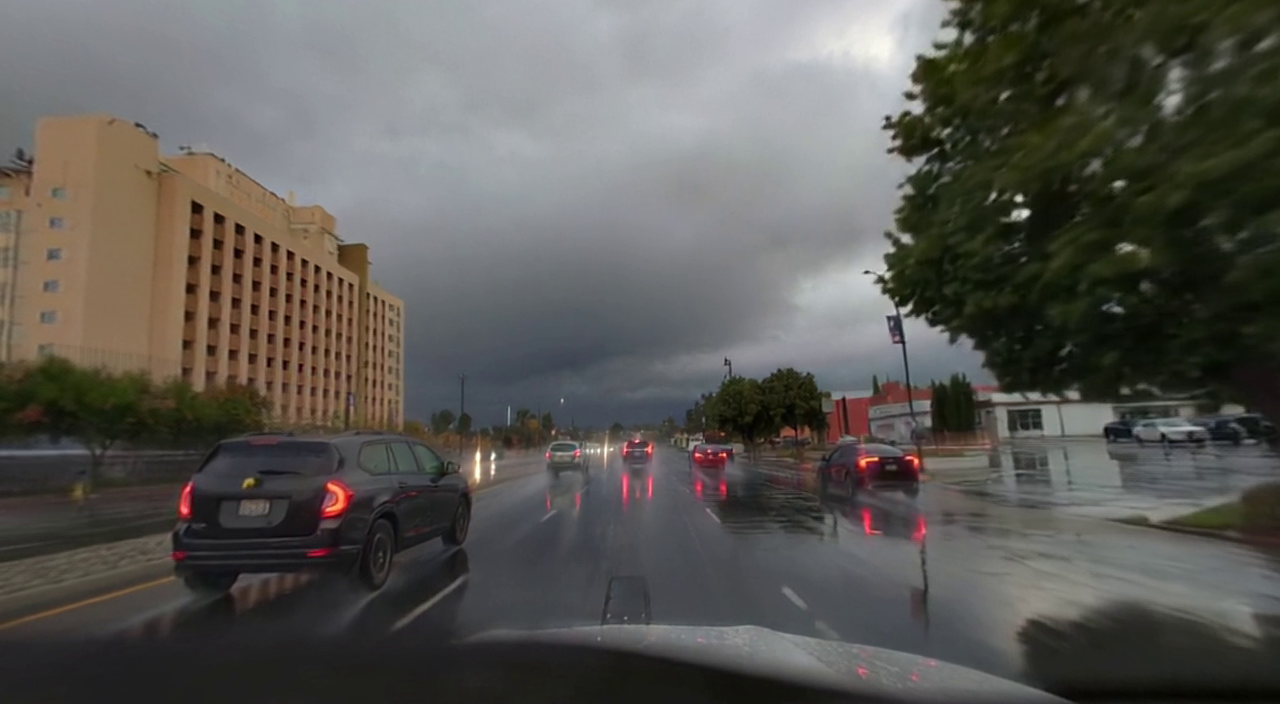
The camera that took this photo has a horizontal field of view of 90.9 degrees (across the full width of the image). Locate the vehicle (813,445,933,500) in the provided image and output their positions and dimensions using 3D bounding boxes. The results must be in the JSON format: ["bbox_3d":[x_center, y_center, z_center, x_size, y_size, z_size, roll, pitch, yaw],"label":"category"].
[{"bbox_3d":[6.941,3.625,19.368,1.865,1.458,4.605,0,-9,0],"label":"vehicle"}]

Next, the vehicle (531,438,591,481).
[{"bbox_3d":[-3.500,4.875,28.873,2.117,1.799,4.442,-1,-9,1],"label":"vehicle"}]

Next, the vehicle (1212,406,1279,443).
[{"bbox_3d":[30.973,3.684,31.613,1.993,1.708,4.464,-4,-10,25],"label":"vehicle"}]

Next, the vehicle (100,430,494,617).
[{"bbox_3d":[-3.288,1.729,7.356,2.095,1.486,4.411,0,-9,0],"label":"vehicle"}]

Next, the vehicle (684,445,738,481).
[{"bbox_3d":[3.072,4.876,27.966,1.884,1.458,4.245,0,-9,0],"label":"vehicle"}]

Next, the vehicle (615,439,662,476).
[{"bbox_3d":[-0.089,5.566,33.530,2.304,1.795,4.526,0,-9,0],"label":"vehicle"}]

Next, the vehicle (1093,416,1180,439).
[{"bbox_3d":[33.475,5.158,42.626,1.762,1.432,4.136,5,-10,-29],"label":"vehicle"}]

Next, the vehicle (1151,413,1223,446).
[{"bbox_3d":[28.317,4.032,32.772,1.830,1.465,4.252,-9,-11,29],"label":"vehicle"}]
